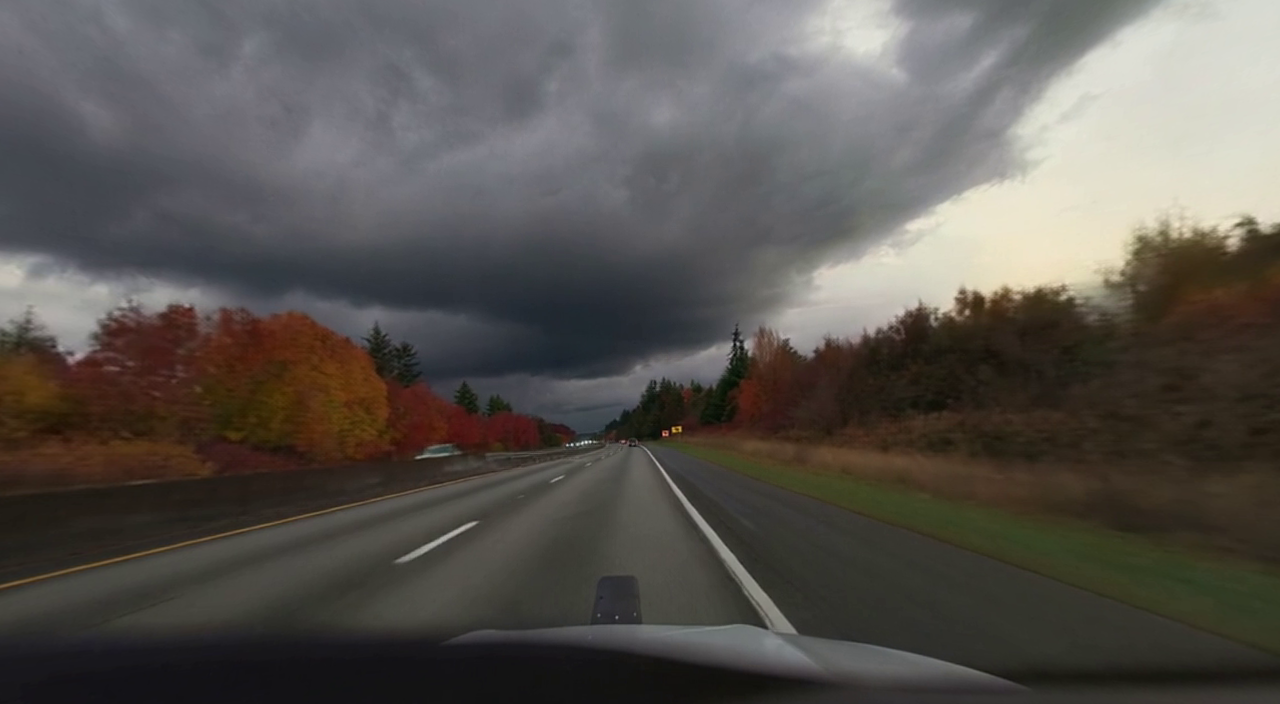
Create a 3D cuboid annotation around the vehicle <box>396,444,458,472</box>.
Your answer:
[{"bbox_3d":[-12.374,6.165,36.843,2.073,1.486,4.290,-1,-8,1],"label":"vehicle"}]
